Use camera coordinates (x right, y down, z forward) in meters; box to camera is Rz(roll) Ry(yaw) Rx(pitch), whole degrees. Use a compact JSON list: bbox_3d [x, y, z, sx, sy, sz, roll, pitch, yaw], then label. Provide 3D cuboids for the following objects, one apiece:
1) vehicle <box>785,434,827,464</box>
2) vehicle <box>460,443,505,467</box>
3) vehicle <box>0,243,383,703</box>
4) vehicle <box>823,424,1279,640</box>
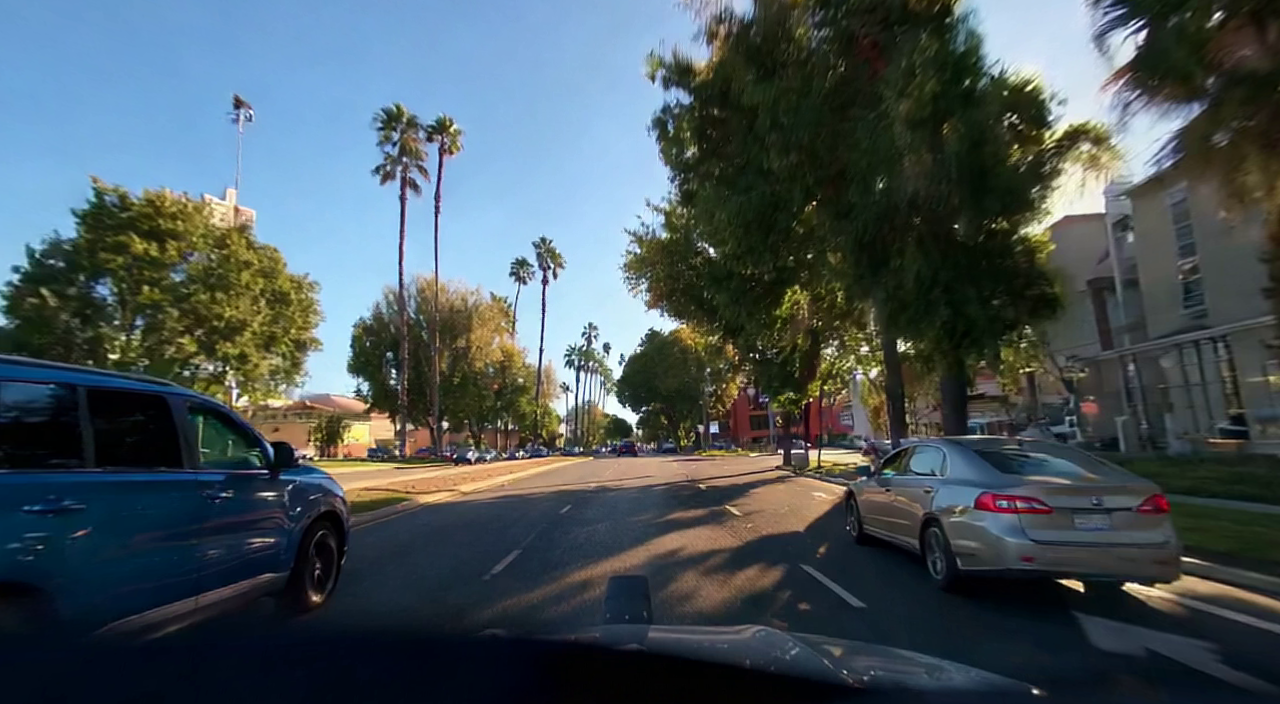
[{"bbox_3d":[10.932,6.325,41.212,2.180,1.808,4.462,-3,-9,20],"label":"vehicle"},{"bbox_3d":[-10.072,6.624,40.651,1.847,1.481,3.819,0,-9,1],"label":"vehicle"},{"bbox_3d":[-3.337,0.758,3.139,2.152,1.987,4.527,0,-9,0],"label":"vehicle"},{"bbox_3d":[3.580,1.581,6.661,1.978,1.455,4.582,0,-9,1],"label":"vehicle"}]
